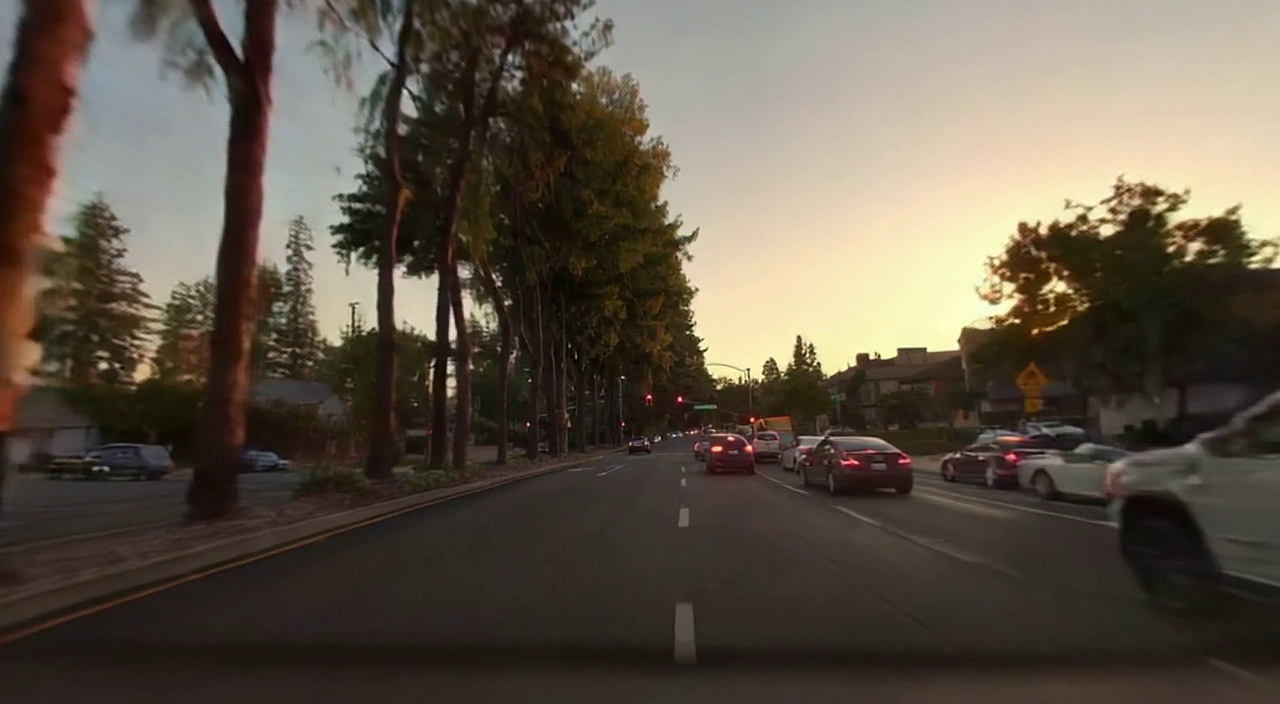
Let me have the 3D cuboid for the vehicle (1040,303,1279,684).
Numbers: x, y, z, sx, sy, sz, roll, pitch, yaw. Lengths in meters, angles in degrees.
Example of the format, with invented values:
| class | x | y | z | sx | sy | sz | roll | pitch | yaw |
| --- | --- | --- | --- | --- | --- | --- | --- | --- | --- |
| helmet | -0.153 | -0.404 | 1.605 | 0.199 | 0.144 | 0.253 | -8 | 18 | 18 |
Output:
| class | x | y | z | sx | sy | sz | roll | pitch | yaw |
| --- | --- | --- | --- | --- | --- | --- | --- | --- | --- |
| vehicle | 4.626 | 0.646 | 2.541 | 2.268 | 2.090 | 6.113 | -1 | -8 | 3 |

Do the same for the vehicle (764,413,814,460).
| class | x | y | z | sx | sy | sz | roll | pitch | yaw |
| --- | --- | --- | --- | --- | --- | --- | --- | --- | --- |
| vehicle | 7.852 | 4.521 | 33.575 | 1.933 | 2.309 | 3.468 | -1 | -8 | 3 |

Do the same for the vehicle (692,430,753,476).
| class | x | y | z | sx | sy | sz | roll | pitch | yaw |
| --- | --- | --- | --- | --- | --- | --- | --- | --- | --- |
| vehicle | 3.254 | 4.094 | 25.835 | 2.052 | 1.693 | 4.554 | 0 | -8 | 2 |

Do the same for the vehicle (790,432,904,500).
| class | x | y | z | sx | sy | sz | roll | pitch | yaw |
| --- | --- | --- | --- | --- | --- | --- | --- | --- | --- |
| vehicle | 6.060 | 3.321 | 19.151 | 1.803 | 1.754 | 4.480 | -1 | -7 | -1 |

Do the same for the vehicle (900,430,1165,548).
| class | x | y | z | sx | sy | sz | roll | pitch | yaw |
| --- | --- | --- | --- | --- | --- | --- | --- | --- | --- |
| vehicle | 5.853 | 2.048 | 10.127 | 1.915 | 1.480 | 3.925 | -1 | -8 | 4 |
